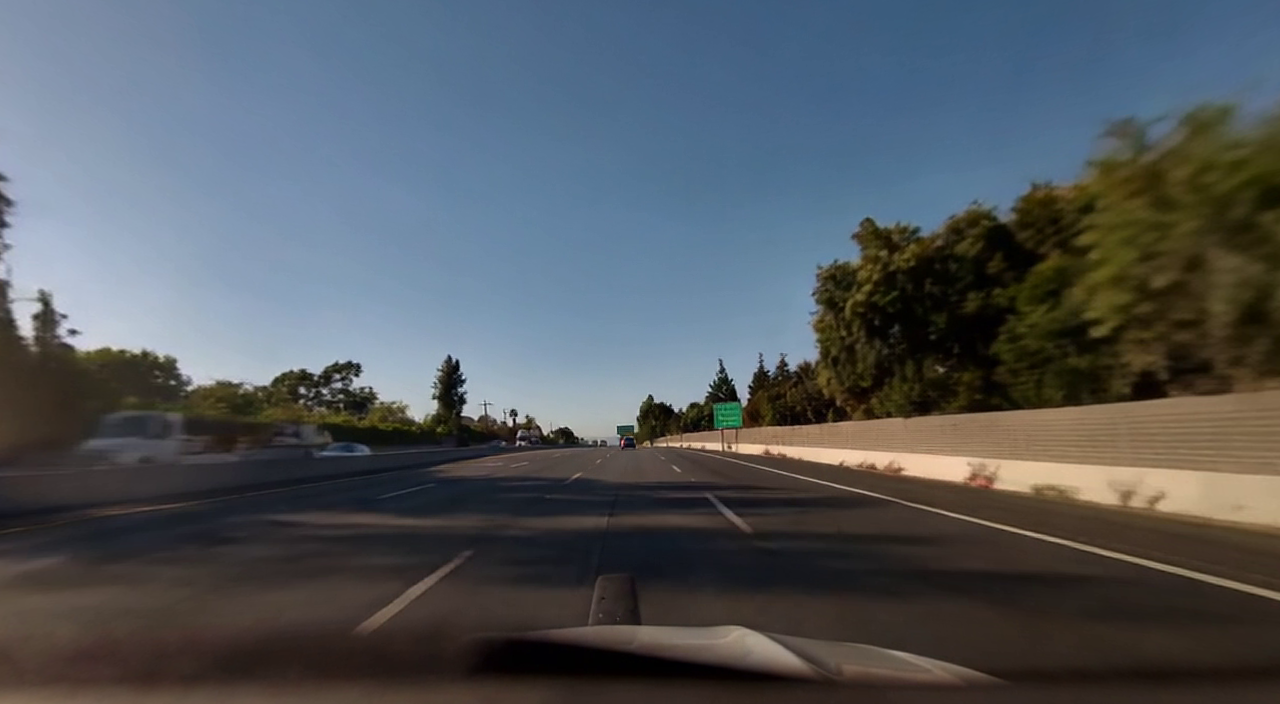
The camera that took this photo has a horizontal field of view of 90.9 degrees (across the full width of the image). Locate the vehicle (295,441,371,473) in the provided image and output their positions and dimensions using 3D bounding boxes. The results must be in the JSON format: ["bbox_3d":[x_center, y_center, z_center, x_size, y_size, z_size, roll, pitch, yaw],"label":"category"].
[{"bbox_3d":[-16.109,5.508,33.353,1.962,1.560,4.033,0,-8,0],"label":"vehicle"}]

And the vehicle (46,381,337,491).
[{"bbox_3d":[-20.693,4.224,31.816,3.002,4.093,16.312,0,-8,-1],"label":"vehicle"}]
